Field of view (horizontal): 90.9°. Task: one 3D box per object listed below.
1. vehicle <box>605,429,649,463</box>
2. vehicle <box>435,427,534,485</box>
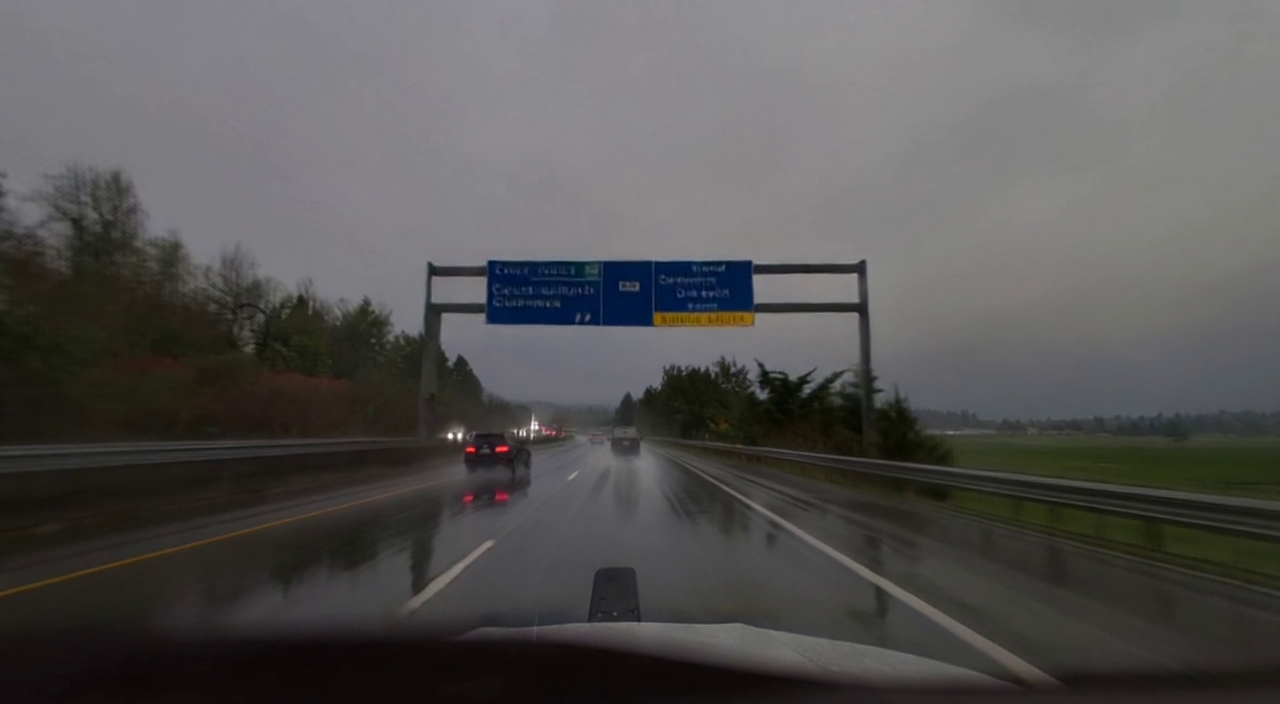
[{"bbox_3d":[-0.694,4.885,32.961,2.162,1.616,4.242,0,-8,-1],"label":"vehicle"},{"bbox_3d":[-4.509,3.061,18.930,1.975,1.518,4.242,0,-8,-1],"label":"vehicle"}]
